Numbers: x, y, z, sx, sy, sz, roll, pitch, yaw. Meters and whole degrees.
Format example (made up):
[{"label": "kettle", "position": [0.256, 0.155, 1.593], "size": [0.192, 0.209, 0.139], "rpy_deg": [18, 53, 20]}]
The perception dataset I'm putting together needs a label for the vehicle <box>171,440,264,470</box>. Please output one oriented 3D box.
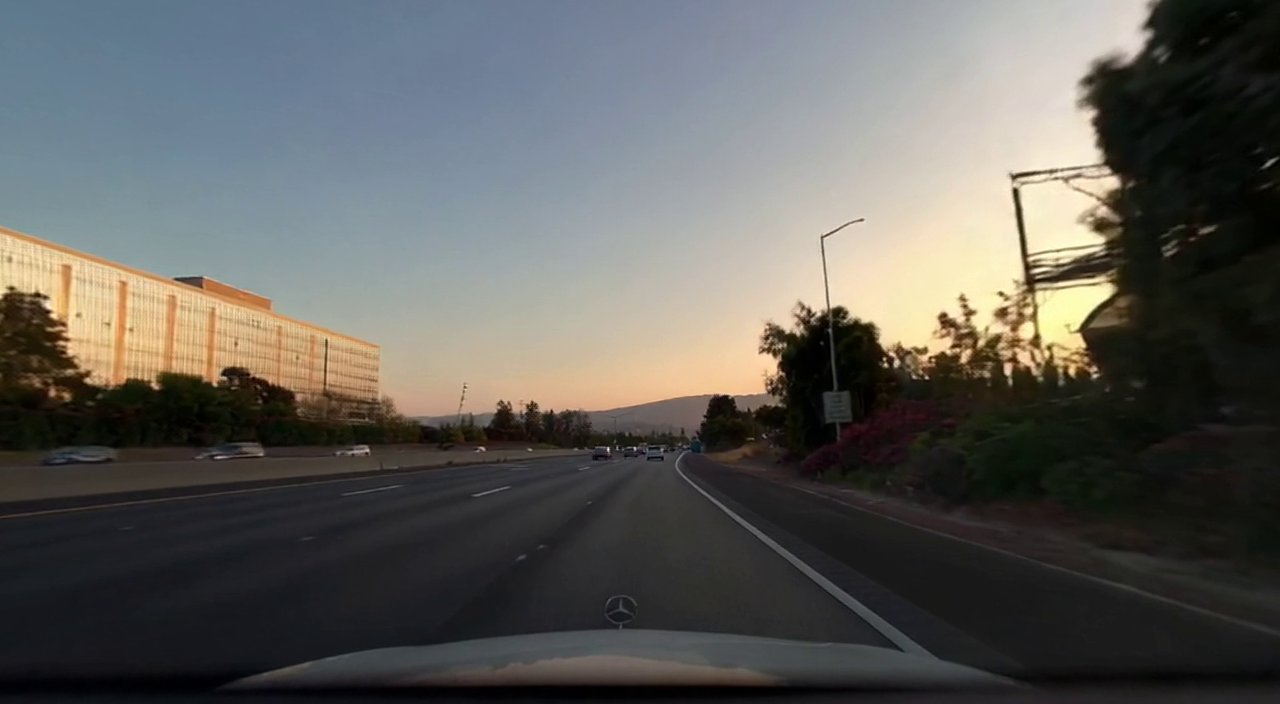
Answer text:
[{"label": "vehicle", "position": [-23.148, 5.651, 34.831], "size": [1.843, 1.490, 4.410], "rpy_deg": [0, -8, 4]}]
